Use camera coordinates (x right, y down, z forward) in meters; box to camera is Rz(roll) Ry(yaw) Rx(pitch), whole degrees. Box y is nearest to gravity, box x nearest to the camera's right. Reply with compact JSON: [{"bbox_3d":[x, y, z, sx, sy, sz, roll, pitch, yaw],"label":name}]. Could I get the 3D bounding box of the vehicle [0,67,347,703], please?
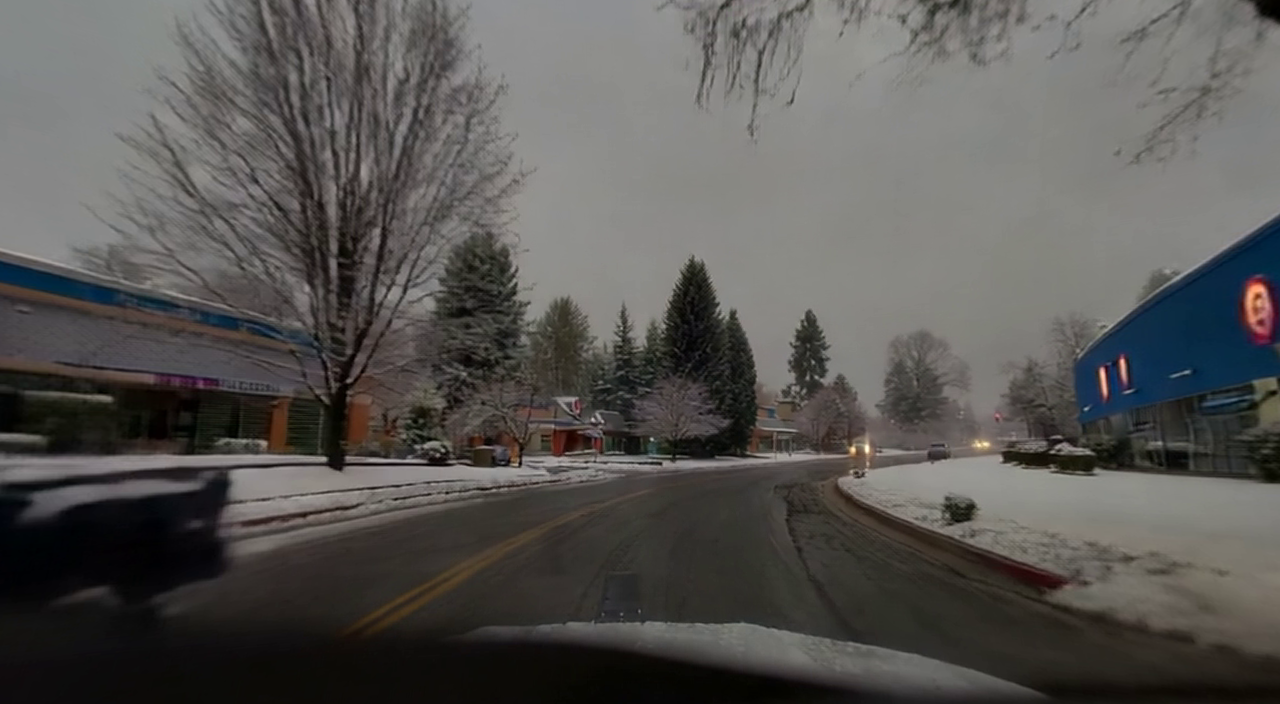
[{"bbox_3d":[-3.775,0.218,1.704,2.489,2.884,6.940,-1,-9,1],"label":"vehicle"}]
